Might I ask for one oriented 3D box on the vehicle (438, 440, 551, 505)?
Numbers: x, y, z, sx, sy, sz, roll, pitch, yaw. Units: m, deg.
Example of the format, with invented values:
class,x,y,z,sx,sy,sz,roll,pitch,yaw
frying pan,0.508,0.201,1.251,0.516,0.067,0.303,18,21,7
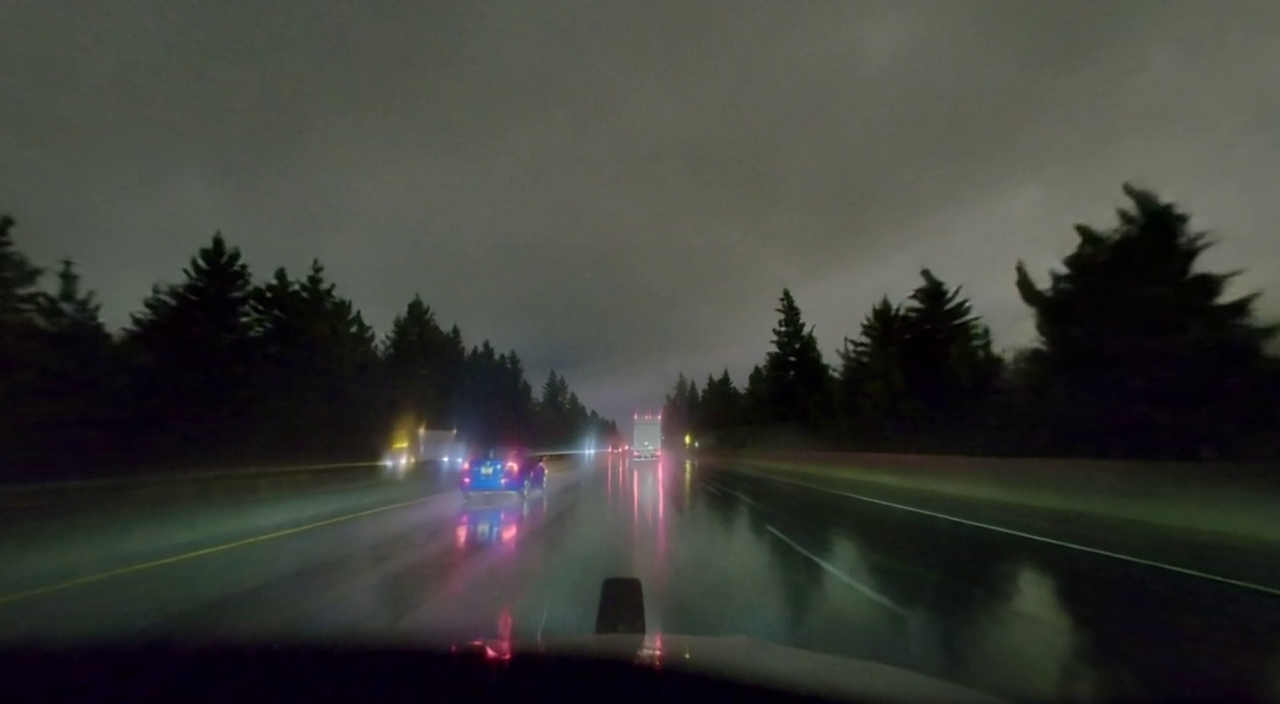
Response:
class,x,y,z,sx,sy,sz,roll,pitch,yaw
vehicle,-3.865,3.297,17.720,1.999,1.533,4.870,0,-9,0
